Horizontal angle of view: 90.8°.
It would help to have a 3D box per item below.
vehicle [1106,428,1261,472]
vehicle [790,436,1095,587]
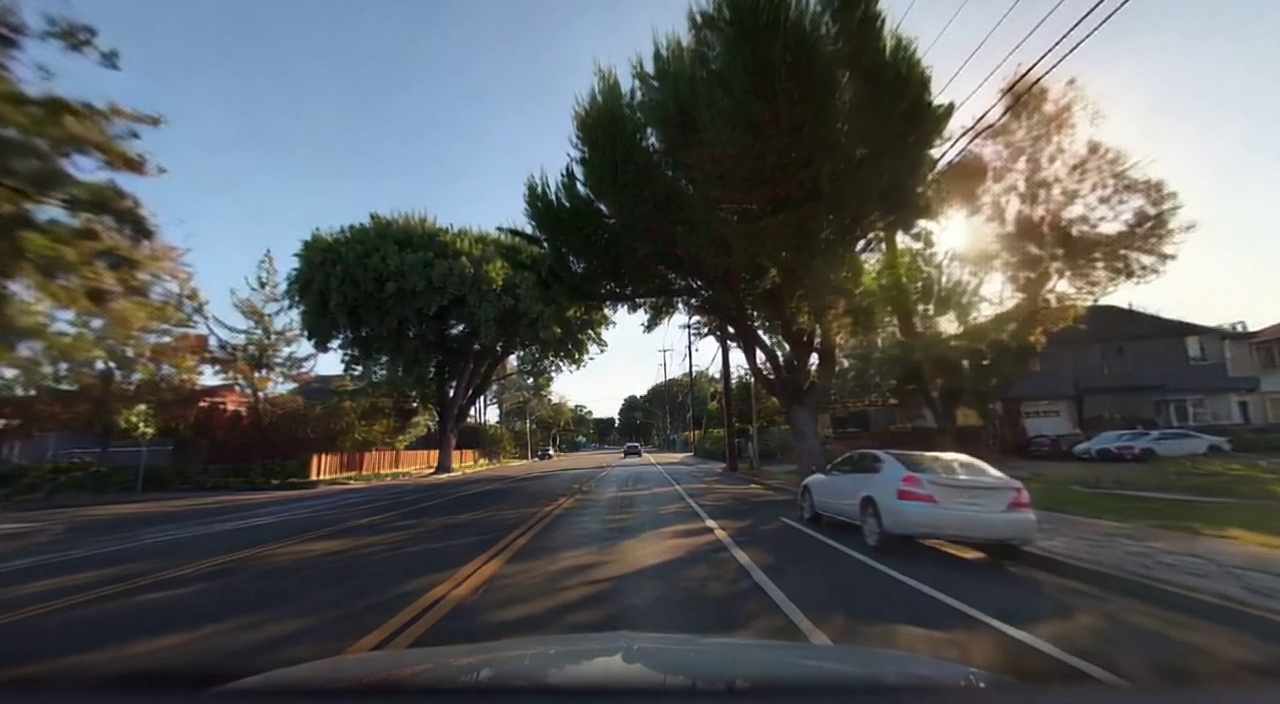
[{"bbox_3d":[21.254,3.841,24.812,4.536,1.654,1.931,1,-8,-7],"label":"vehicle"},{"bbox_3d":[3.985,2.138,9.471,2.124,1.524,4.698,5,-9,-2],"label":"vehicle"}]
